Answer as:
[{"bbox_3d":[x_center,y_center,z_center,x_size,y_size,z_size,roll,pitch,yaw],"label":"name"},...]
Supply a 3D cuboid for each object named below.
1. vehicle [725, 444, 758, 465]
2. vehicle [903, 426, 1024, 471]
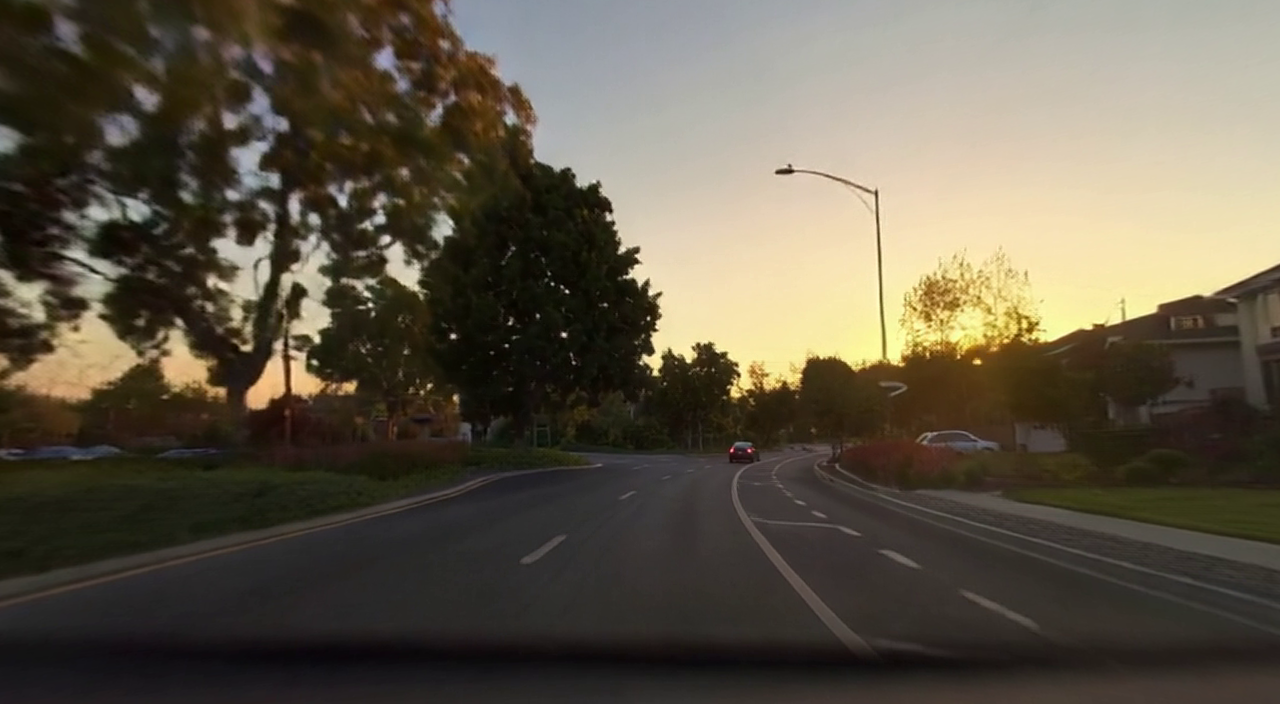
[{"bbox_3d":[7.619,7.622,46.842,2.050,1.456,4.003,-2,-9,14],"label":"vehicle"},{"bbox_3d":[15.459,4.625,30.410,4.672,2.044,2.248,-2,-8,12],"label":"vehicle"}]
